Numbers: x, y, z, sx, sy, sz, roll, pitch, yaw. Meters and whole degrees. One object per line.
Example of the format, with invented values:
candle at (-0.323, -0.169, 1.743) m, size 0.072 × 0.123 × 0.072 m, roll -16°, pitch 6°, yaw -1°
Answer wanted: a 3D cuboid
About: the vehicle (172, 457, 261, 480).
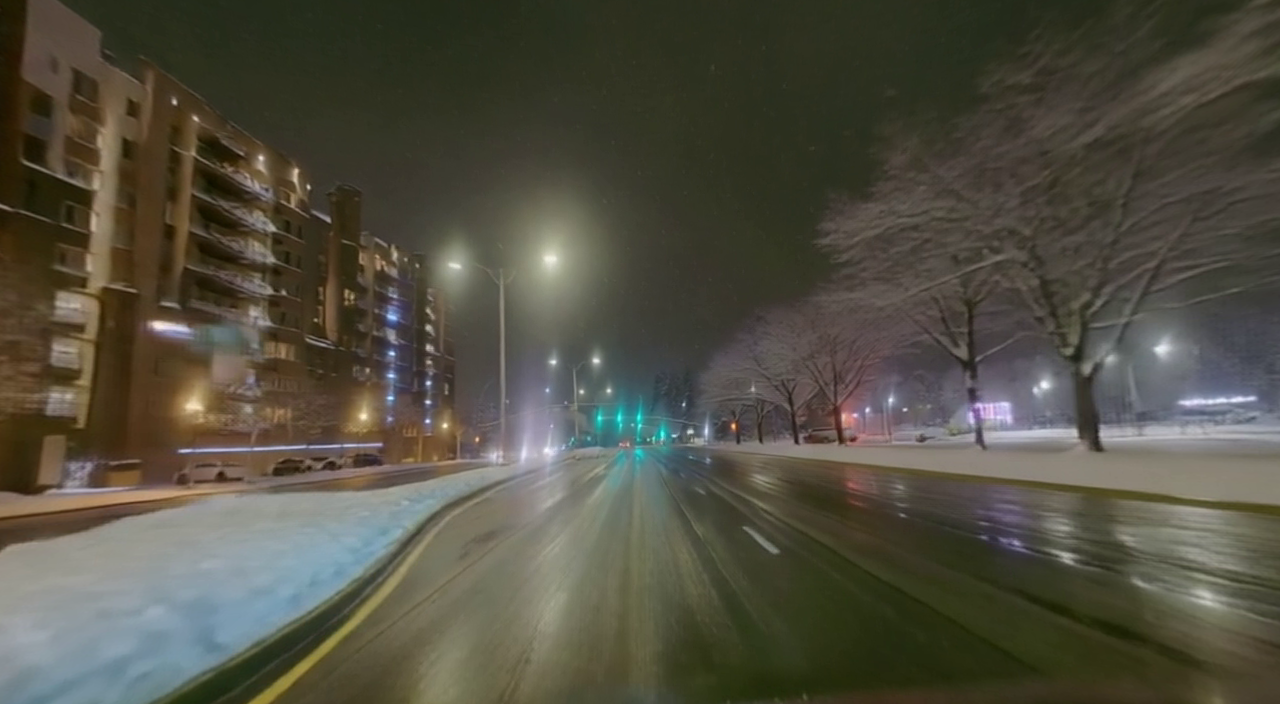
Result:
vehicle at (-30.139, 8.322, 45.057) m, size 4.851 × 1.519 × 2.112 m, roll 0°, pitch -8°, yaw 1°
